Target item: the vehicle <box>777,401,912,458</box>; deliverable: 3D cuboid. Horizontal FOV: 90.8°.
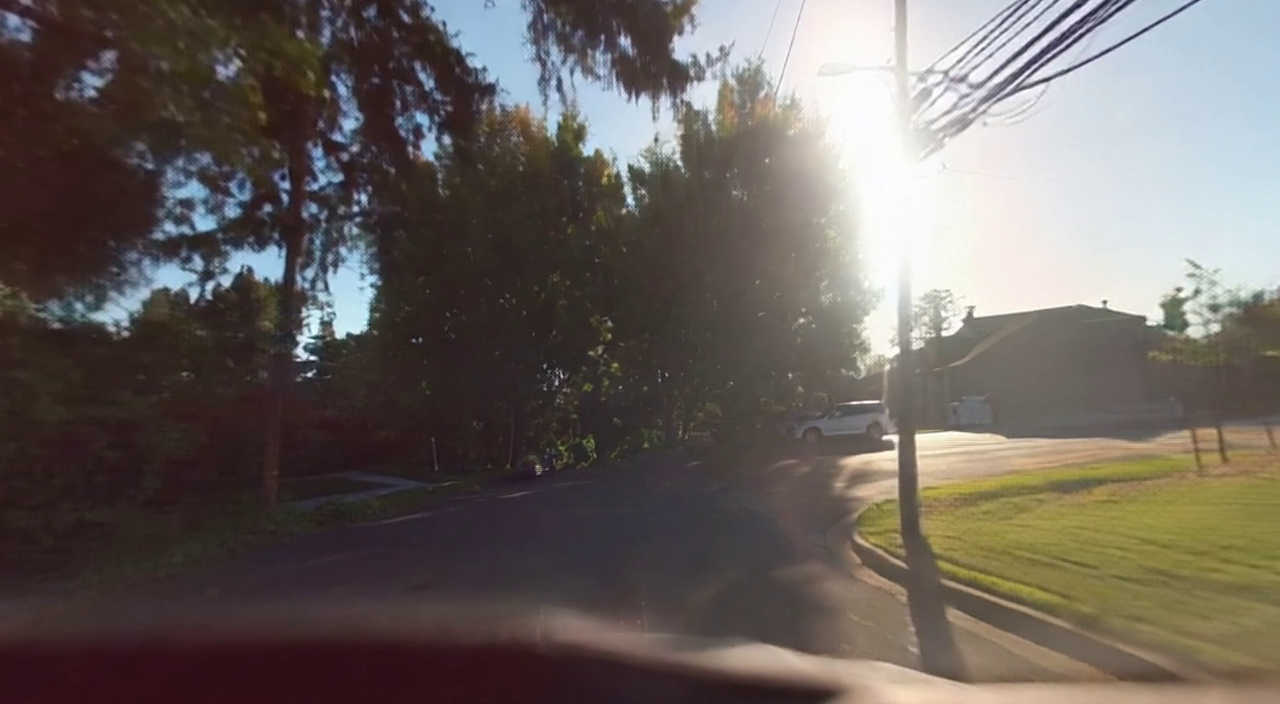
[{"bbox_3d":[7.784,2.989,24.065,4.780,1.984,1.896,4,-9,-24],"label":"vehicle"}]
